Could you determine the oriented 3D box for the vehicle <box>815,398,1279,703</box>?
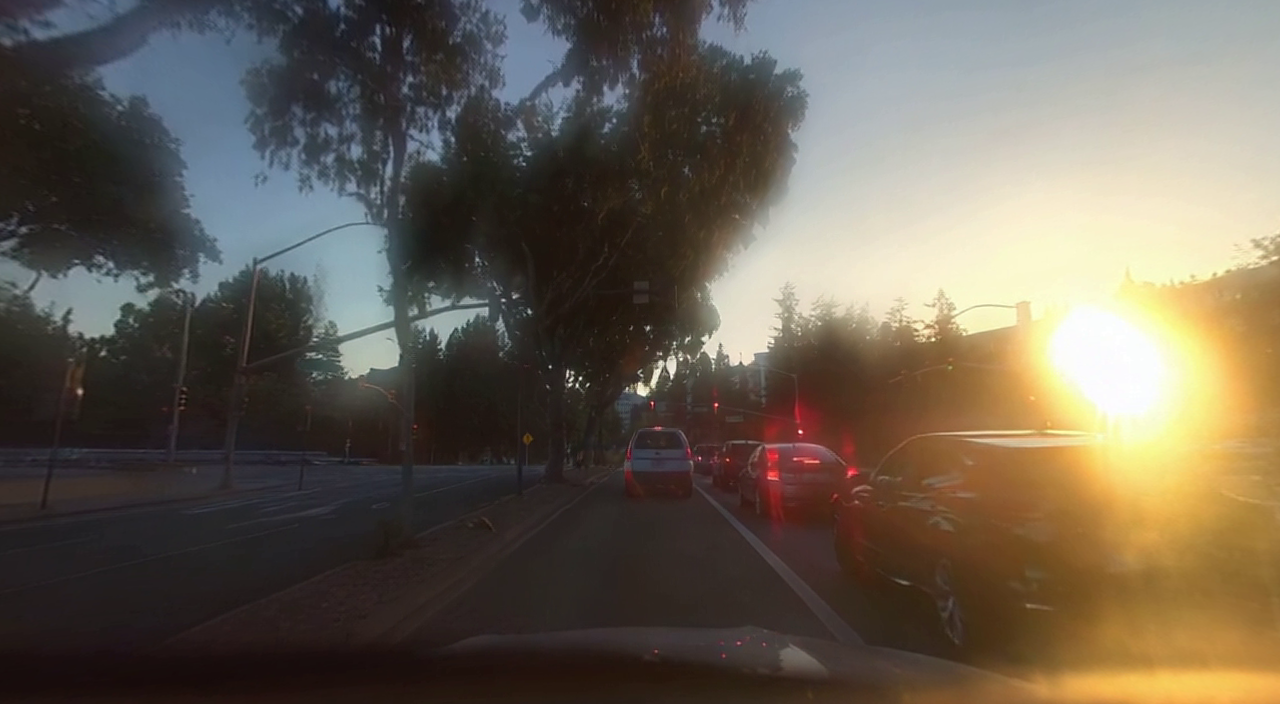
[{"bbox_3d":[2.981,1.280,4.937,2.078,1.578,4.107,0,-8,1],"label":"vehicle"}]

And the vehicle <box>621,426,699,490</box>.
[{"bbox_3d":[0.562,3.395,20.495,2.245,1.800,4.522,0,-8,-1],"label":"vehicle"}]
